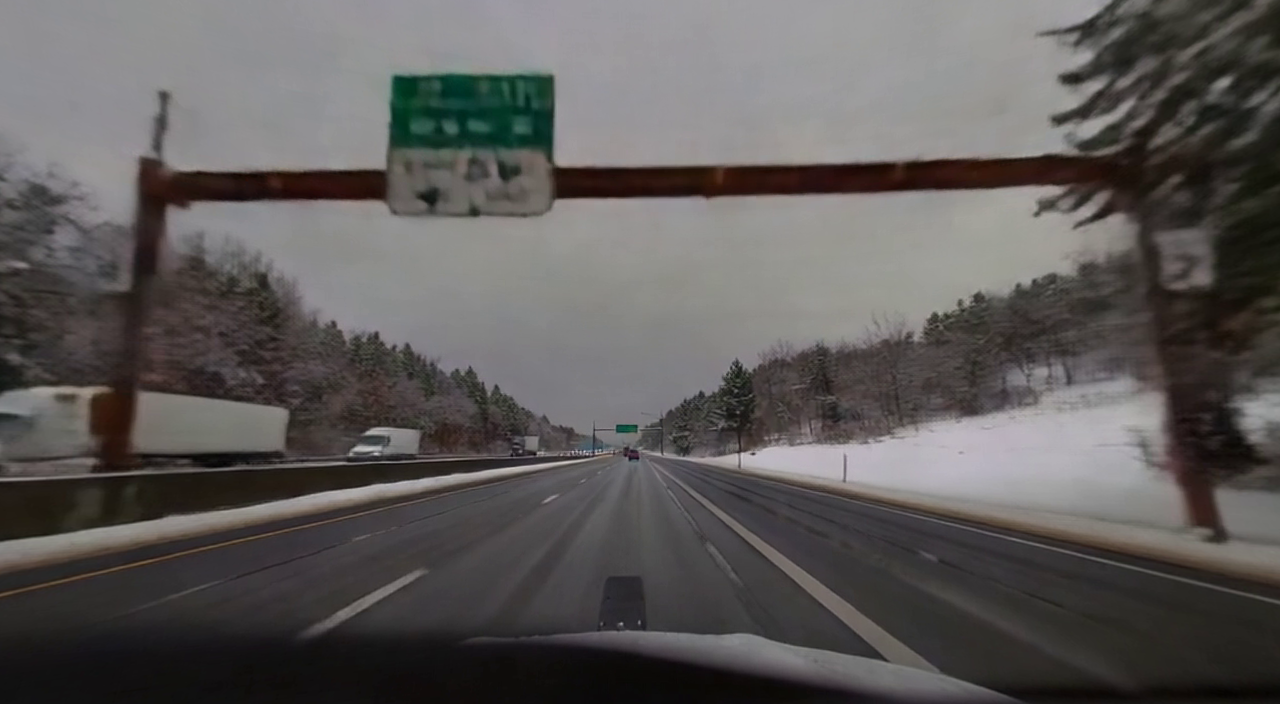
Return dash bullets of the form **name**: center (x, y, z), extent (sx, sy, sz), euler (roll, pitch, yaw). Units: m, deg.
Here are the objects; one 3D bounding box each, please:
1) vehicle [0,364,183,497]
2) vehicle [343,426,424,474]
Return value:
- **vehicle**: center (-20.612, 2.901, 22.329), extent (2.969, 3.921, 7.766), euler (0, -9, -2)
- **vehicle**: center (-17.089, 6.599, 42.529), extent (2.659, 2.913, 6.929), euler (0, -9, -1)
